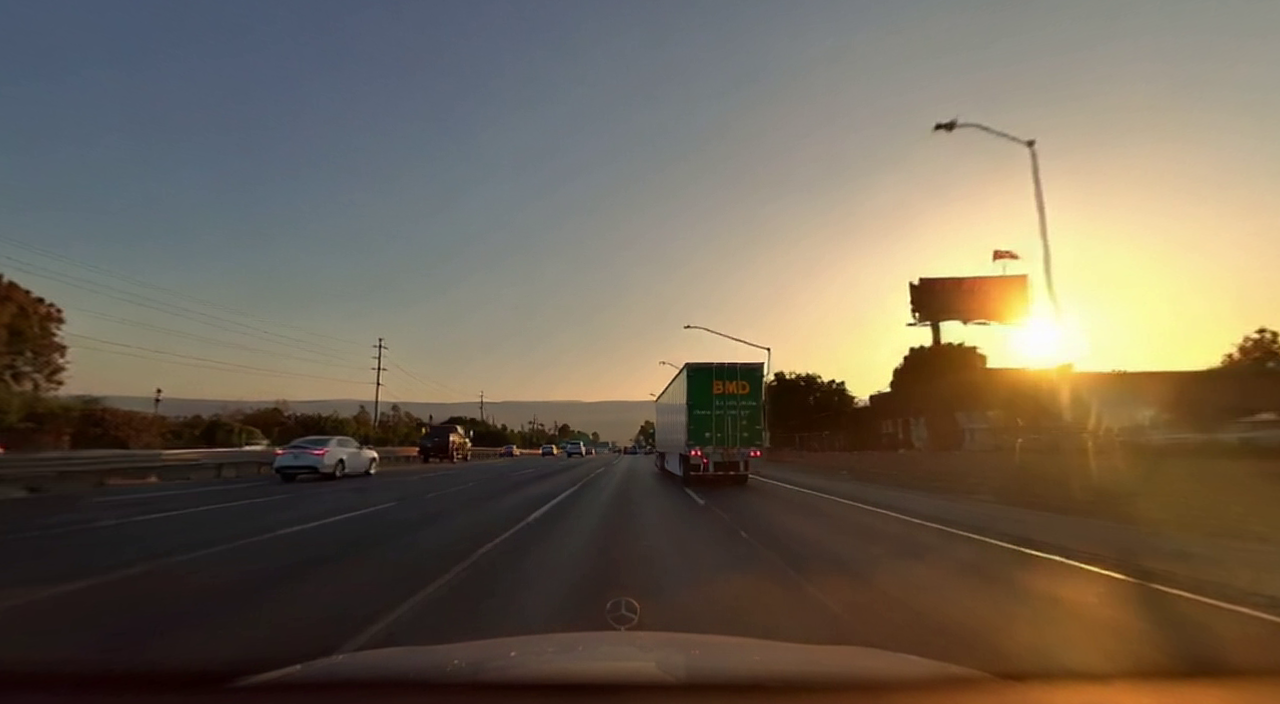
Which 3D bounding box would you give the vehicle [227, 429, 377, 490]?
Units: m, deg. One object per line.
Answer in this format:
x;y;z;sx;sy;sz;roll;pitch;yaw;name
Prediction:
-10.458;3.358;20.082;2.045;1.697;4.844;0;-8;0;vehicle

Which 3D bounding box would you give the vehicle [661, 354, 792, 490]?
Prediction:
2.764;3.107;25.990;2.891;3.944;15.051;0;-8;-2;vehicle

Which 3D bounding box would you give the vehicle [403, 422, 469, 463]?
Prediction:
-13.690;6.145;42.870;2.307;2.571;6.260;0;-8;1;vehicle
